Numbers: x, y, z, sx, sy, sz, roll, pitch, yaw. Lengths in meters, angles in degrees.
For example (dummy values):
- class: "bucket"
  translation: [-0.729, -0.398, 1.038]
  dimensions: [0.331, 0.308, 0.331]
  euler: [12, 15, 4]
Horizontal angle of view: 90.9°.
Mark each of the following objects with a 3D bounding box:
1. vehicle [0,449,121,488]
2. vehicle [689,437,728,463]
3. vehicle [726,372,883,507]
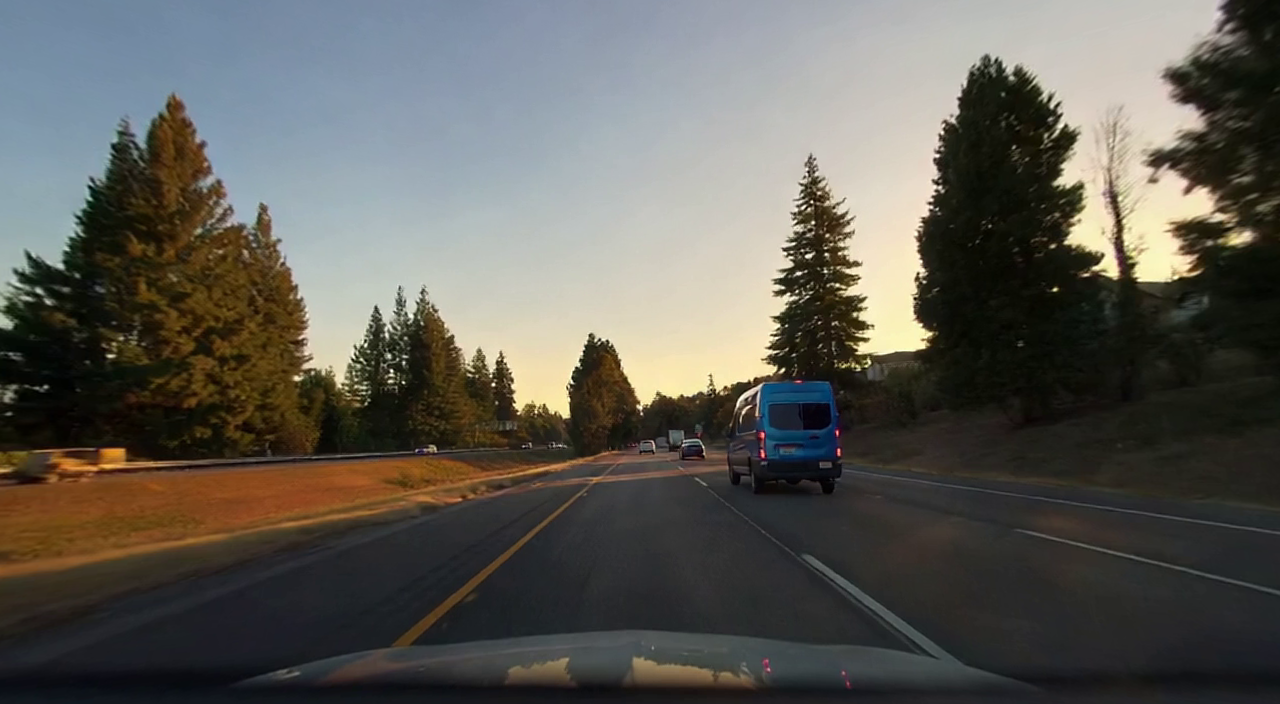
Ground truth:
- class: "vehicle"
  translation: [-24.520, 4.792, 26.389]
  dimensions: [1.778, 1.443, 4.405]
  euler: [0, -8, 0]
- class: "vehicle"
  translation: [4.467, 6.467, 41.709]
  dimensions: [2.034, 1.651, 4.342]
  euler: [0, -8, 0]
- class: "vehicle"
  translation: [3.672, 2.168, 15.558]
  dimensions: [2.302, 2.670, 5.912]
  euler: [0, -8, 1]
